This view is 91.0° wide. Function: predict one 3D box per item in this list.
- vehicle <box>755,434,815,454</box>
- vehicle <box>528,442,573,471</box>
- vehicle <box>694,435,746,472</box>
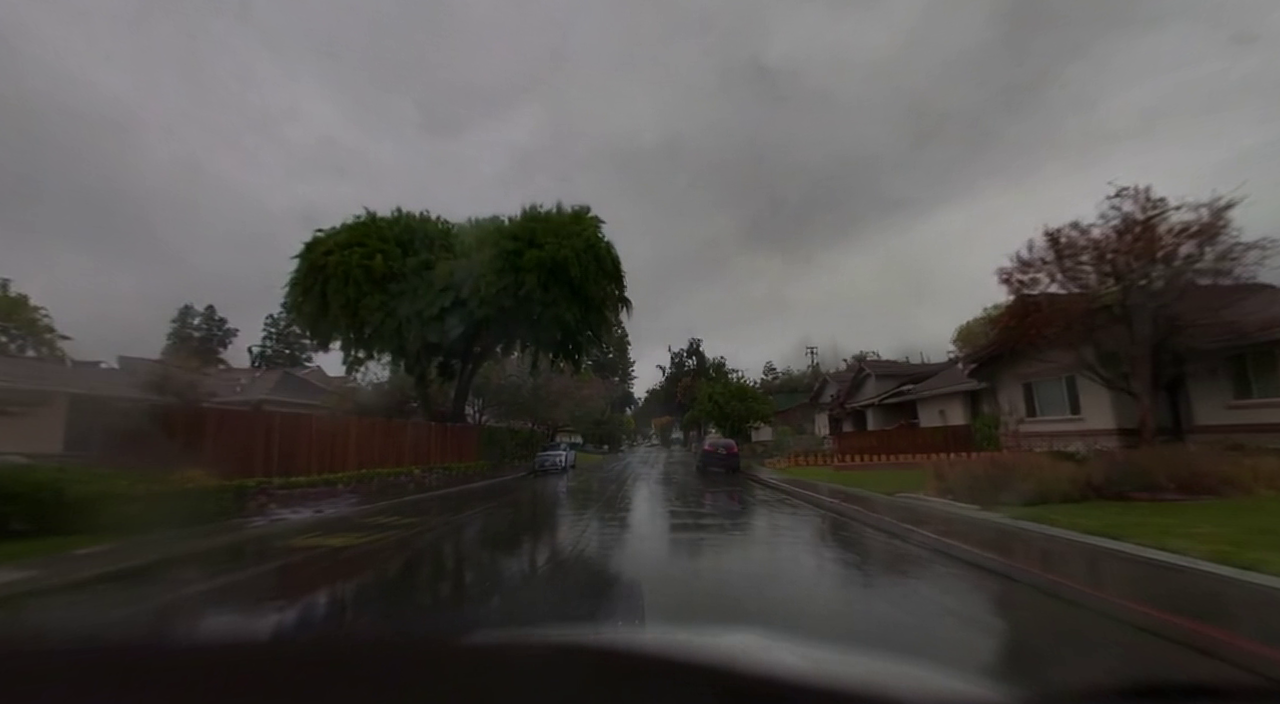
[{"bbox_3d":[11.152,7.089,48.663,4.153,1.481,1.865,0,-9,1],"label":"vehicle"},{"bbox_3d":[-5.510,6.515,39.393,2.005,1.706,4.428,-1,-8,2],"label":"vehicle"},{"bbox_3d":[4.058,5.267,32.802,2.176,1.762,4.622,0,-8,1],"label":"vehicle"}]
